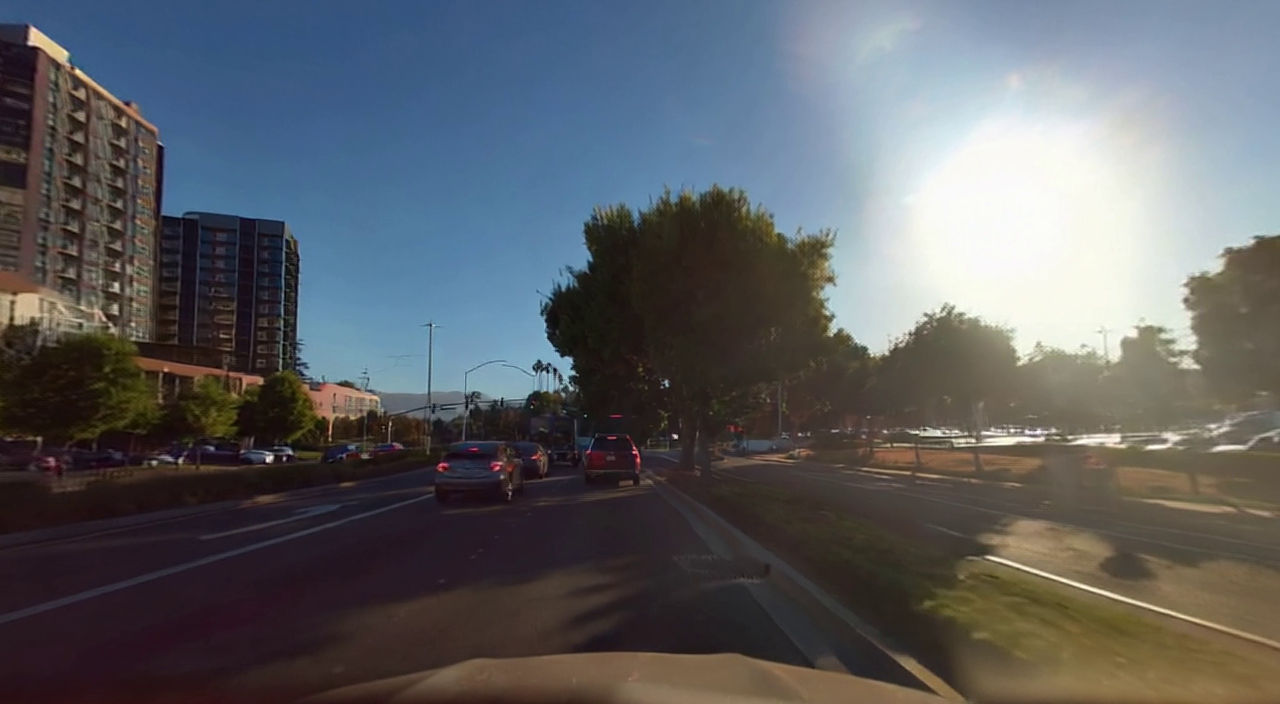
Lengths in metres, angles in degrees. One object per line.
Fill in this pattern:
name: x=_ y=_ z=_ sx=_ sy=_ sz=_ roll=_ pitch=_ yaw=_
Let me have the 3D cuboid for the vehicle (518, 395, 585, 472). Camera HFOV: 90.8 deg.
vehicle: x=-4.937 y=5.002 z=38.090 sx=2.918 sy=3.741 sz=13.683 roll=0 pitch=-8 yaw=-4

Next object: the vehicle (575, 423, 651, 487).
vehicle: x=-0.903 y=3.410 z=21.197 sx=2.260 sy=1.872 sz=4.578 roll=0 pitch=-8 yaw=-3

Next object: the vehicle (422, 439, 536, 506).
vehicle: x=-3.920 y=2.974 z=16.178 sx=1.904 sy=1.460 sz=4.300 roll=0 pitch=-8 yaw=-2

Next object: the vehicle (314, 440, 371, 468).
vehicle: x=-20.882 y=7.155 z=44.582 sx=2.089 sy=1.861 sz=4.615 roll=1 pitch=-8 yaw=-5
